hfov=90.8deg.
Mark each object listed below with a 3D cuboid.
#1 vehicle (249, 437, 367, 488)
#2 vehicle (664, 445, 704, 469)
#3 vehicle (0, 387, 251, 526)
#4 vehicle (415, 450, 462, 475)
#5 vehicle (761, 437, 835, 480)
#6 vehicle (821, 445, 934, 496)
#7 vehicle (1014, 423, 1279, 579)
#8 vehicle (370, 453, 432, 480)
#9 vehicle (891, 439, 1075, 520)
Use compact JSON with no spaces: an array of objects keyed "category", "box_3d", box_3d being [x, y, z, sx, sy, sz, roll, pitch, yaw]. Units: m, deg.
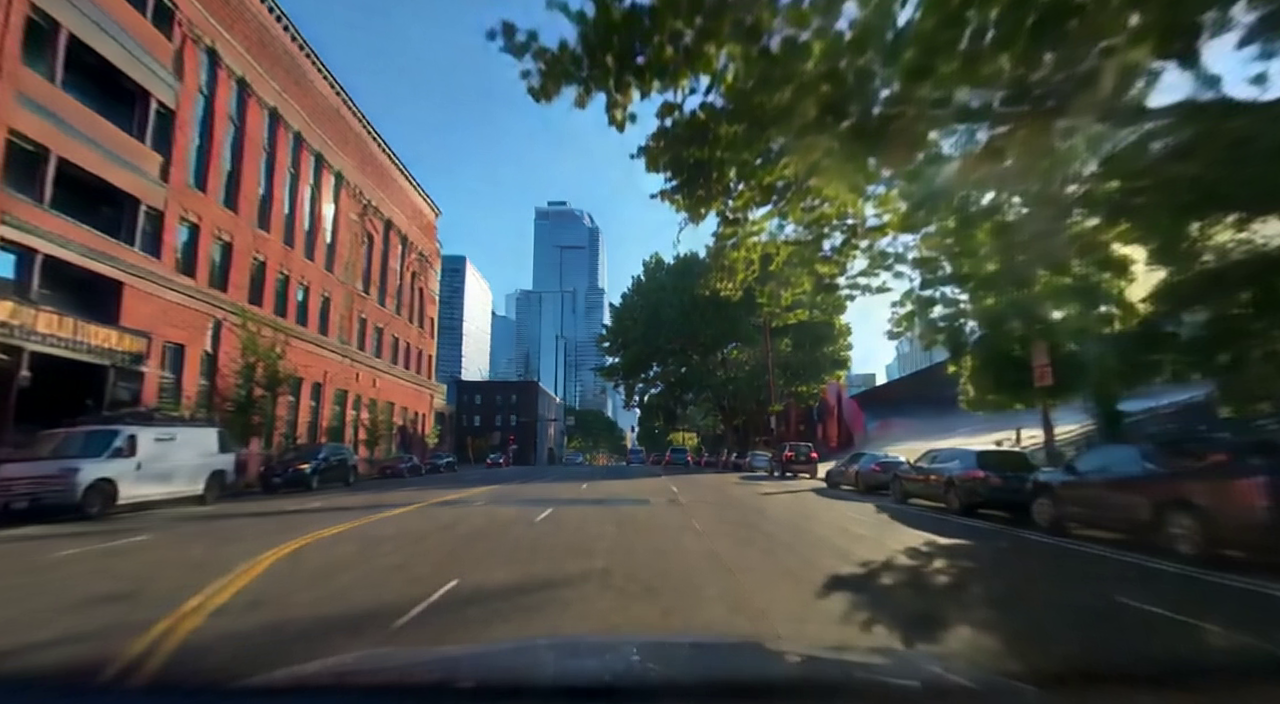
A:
[{"category":"vehicle","box_3d":[-14.346,4.953,27.796,2.330,2.013,5.310,0,-12,-1]},{"category":"vehicle","box_3d":[2.924,7.119,43.069,2.238,1.499,4.964,0,-8,-2]},{"category":"vehicle","box_3d":[-14.714,2.833,17.705,3.047,3.098,6.783,0,-8,2]},{"category":"vehicle","box_3d":[-15.001,8.244,47.274,2.063,1.735,4.317,0,-8,1]},{"category":"vehicle","box_3d":[7.868,5.367,31.996,2.305,1.984,5.002,-1,-9,-1]},{"category":"vehicle","box_3d":[7.812,3.936,21.334,2.018,1.489,4.620,-1,-9,0]},{"category":"vehicle","box_3d":[8.001,1.970,9.178,2.174,1.697,4.520,-1,-9,-2]},{"category":"vehicle","box_3d":[-15.013,7.189,39.930,1.953,1.456,4.690,0,-8,2]},{"category":"vehicle","box_3d":[7.865,2.941,15.025,2.054,1.628,3.841,-1,-9,-2]}]
